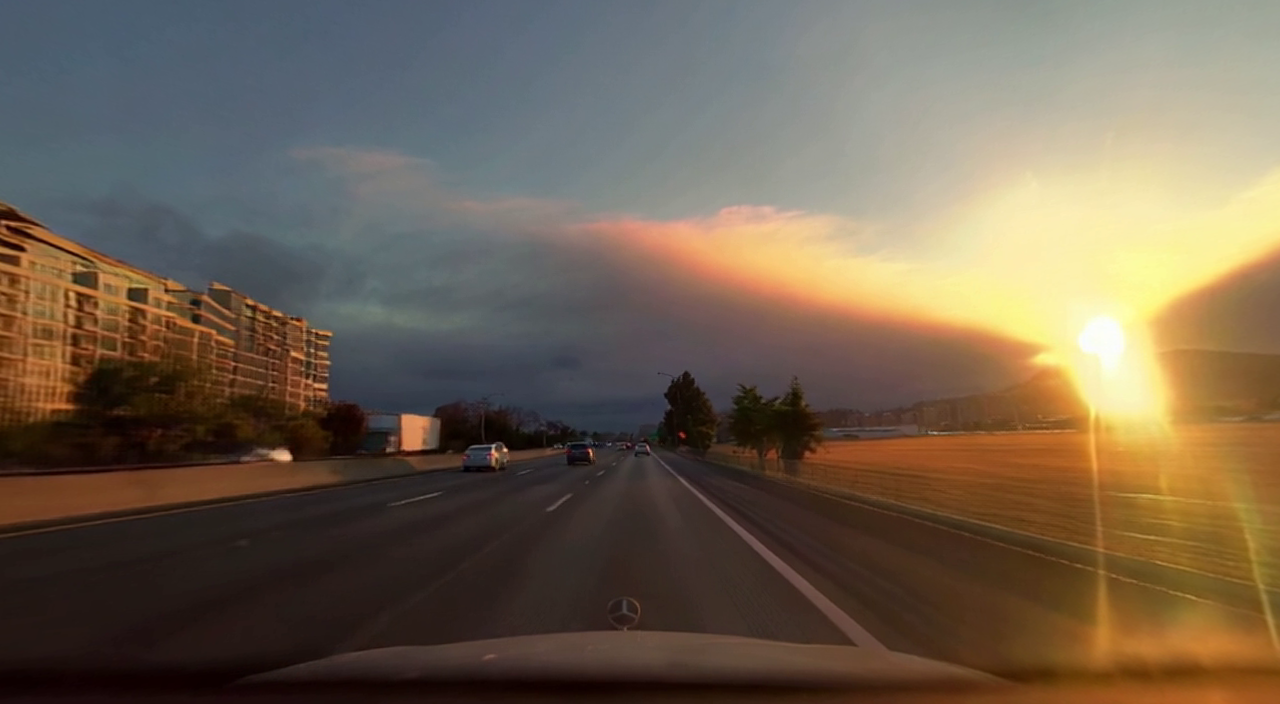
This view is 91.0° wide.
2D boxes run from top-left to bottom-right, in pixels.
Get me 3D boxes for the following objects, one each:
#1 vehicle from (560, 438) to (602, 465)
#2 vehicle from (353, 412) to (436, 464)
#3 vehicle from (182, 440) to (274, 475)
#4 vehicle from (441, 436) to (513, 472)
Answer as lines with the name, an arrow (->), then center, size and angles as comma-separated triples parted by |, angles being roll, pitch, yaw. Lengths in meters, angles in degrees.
vehicle -> -3.686, 6.284, 40.020 | 2.083, 1.588, 4.801 | 0, -8, 2
vehicle -> -18.838, 6.712, 49.031 | 2.951, 3.679, 8.155 | 0, -9, 1
vehicle -> -22.878, 5.854, 35.188 | 1.920, 1.765, 4.634 | 0, -8, 1
vehicle -> -7.492, 4.745, 29.488 | 2.034, 1.523, 4.627 | 0, -8, 1
